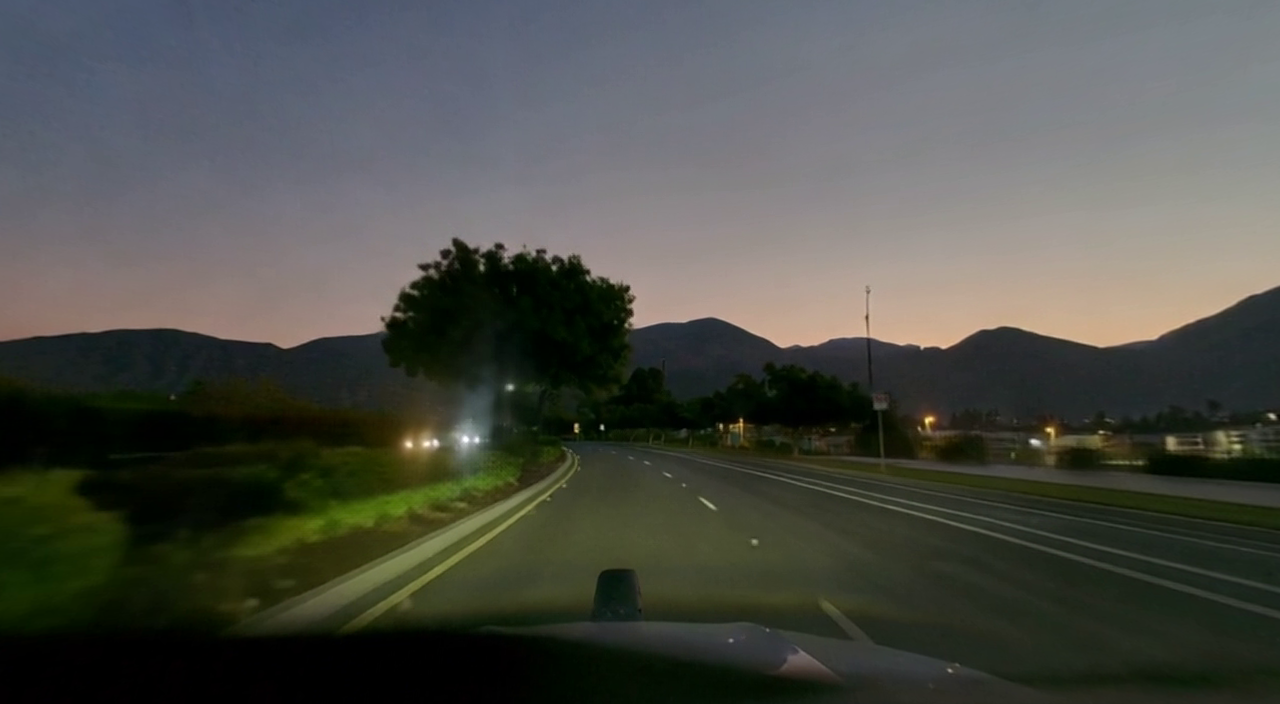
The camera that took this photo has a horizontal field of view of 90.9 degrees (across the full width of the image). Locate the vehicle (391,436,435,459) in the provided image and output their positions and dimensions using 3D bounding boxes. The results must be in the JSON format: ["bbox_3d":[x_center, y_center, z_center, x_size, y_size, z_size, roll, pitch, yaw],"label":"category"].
[{"bbox_3d":[-15.810,6.668,44.162,1.842,1.495,4.375,1,-8,-6],"label":"vehicle"}]
